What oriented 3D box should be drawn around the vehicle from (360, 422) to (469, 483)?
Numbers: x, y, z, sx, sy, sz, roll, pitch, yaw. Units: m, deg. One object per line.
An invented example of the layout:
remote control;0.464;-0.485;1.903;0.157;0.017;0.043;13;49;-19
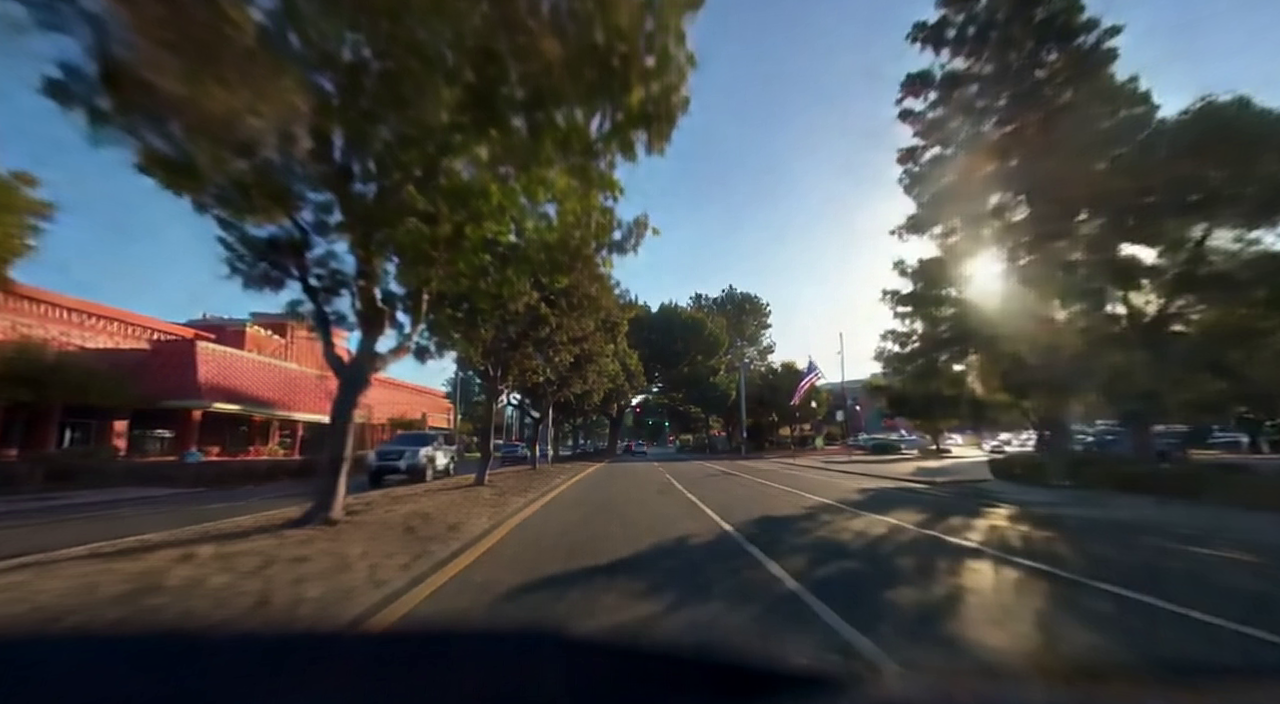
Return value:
vehicle;-8.213;3.726;23.569;2.171;1.975;5.168;0;-8;0
